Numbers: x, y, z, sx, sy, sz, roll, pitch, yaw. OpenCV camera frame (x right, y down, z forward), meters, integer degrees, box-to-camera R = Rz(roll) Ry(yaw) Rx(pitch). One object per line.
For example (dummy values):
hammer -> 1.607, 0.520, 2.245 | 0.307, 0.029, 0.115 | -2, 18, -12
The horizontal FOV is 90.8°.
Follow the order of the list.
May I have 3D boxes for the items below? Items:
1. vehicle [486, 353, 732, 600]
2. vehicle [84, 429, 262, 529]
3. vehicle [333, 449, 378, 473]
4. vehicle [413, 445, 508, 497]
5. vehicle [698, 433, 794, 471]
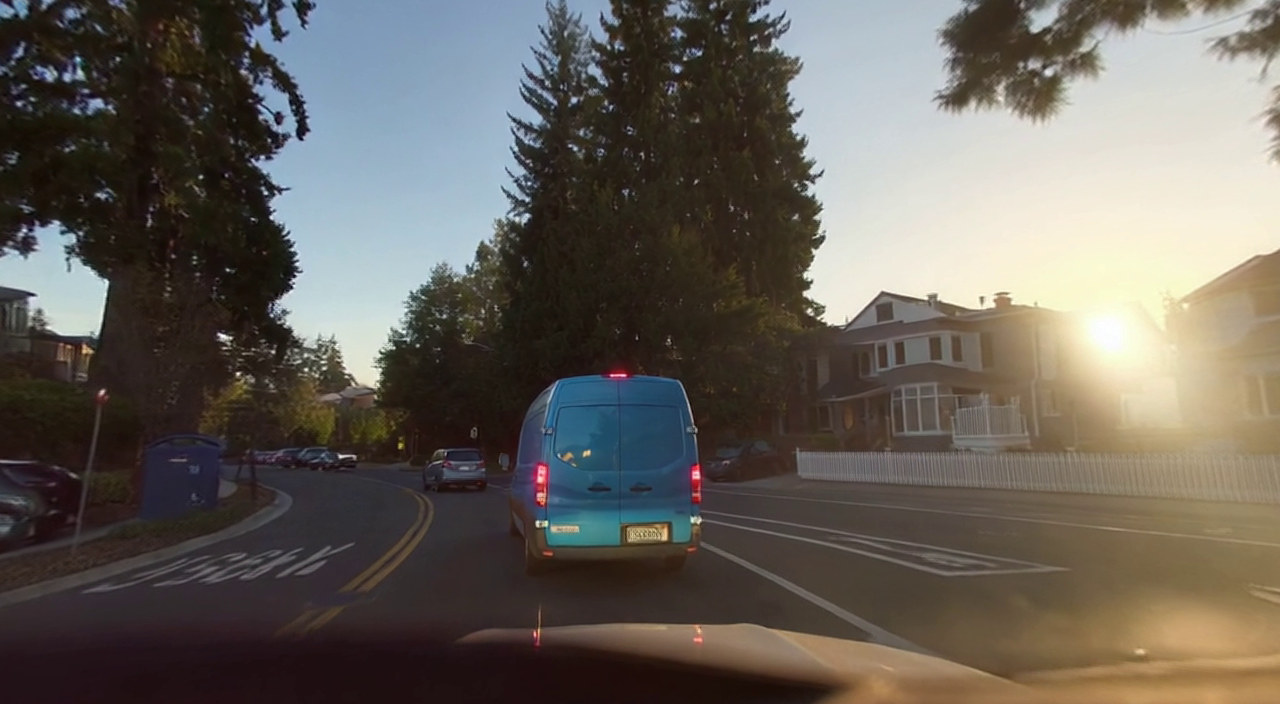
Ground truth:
vehicle -> -0.791, 1.444, 8.100 | 2.213, 2.124, 4.809 | 2, -9, -14
vehicle -> -10.658, 2.845, 14.993 | 2.228, 1.871, 5.492 | 4, -9, -25
vehicle -> -19.136, 7.277, 42.381 | 1.911, 1.493, 4.291 | 6, -10, -34
vehicle -> -5.852, 3.713, 20.245 | 2.008, 1.445, 4.386 | 4, -9, -27
vehicle -> 5.269, 4.932, 31.269 | 4.559, 1.754, 1.985 | 6, -10, -34
